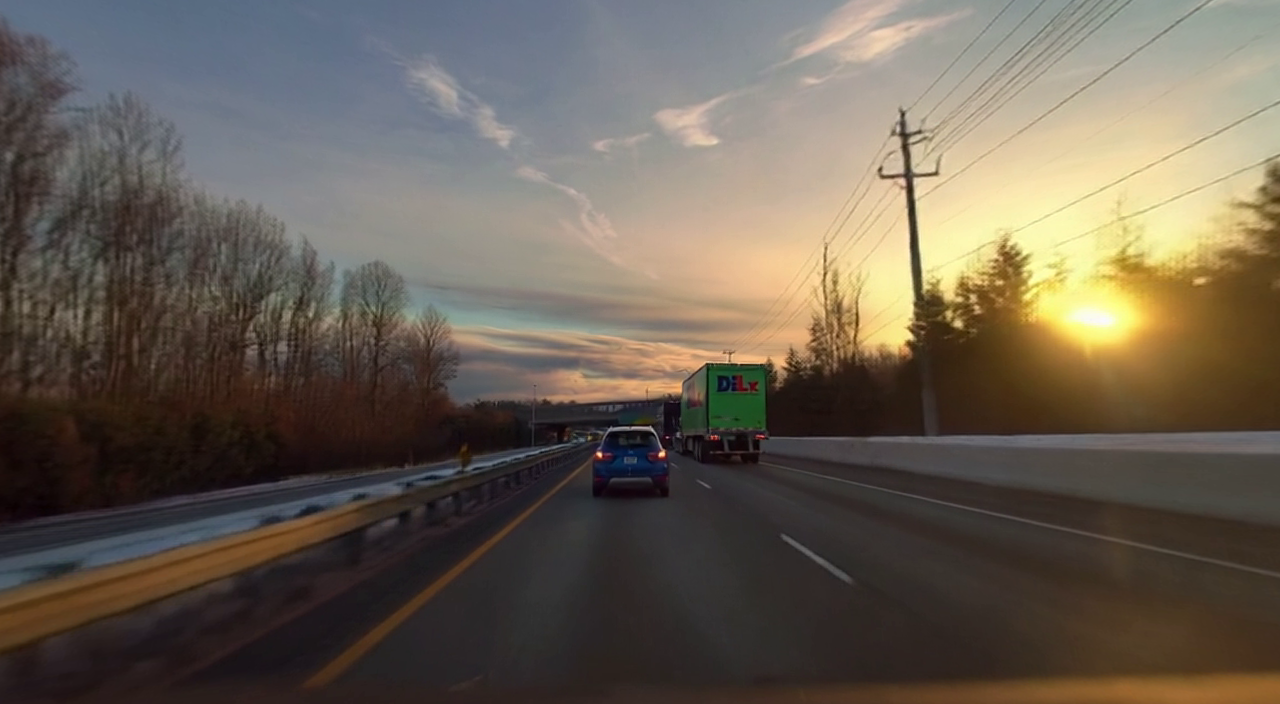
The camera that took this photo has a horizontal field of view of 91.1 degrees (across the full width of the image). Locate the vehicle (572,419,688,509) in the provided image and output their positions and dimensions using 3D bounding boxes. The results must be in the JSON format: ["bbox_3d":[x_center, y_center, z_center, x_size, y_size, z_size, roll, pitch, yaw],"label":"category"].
[{"bbox_3d":[-0.223,2.244,13.140,2.062,1.581,3.914,0,-8,-1],"label":"vehicle"}]

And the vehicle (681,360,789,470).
[{"bbox_3d":[3.612,2.796,26.591,2.835,3.872,8.916,0,-8,-2],"label":"vehicle"}]
